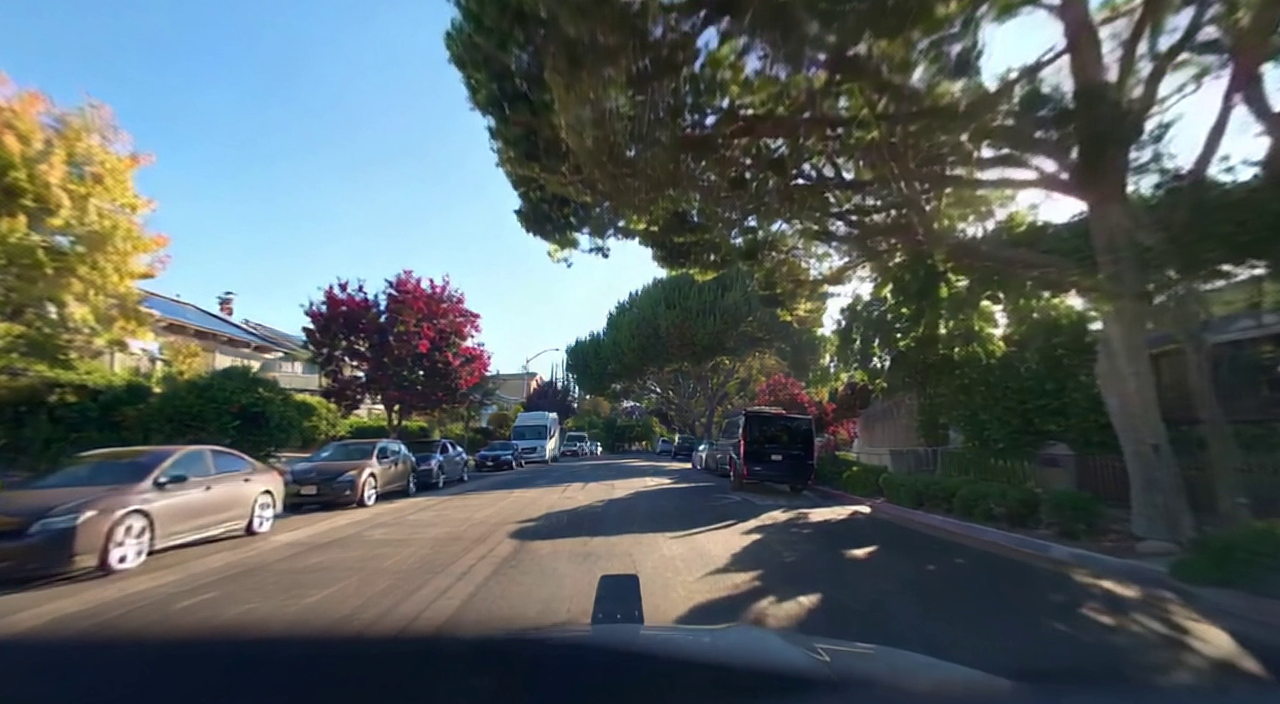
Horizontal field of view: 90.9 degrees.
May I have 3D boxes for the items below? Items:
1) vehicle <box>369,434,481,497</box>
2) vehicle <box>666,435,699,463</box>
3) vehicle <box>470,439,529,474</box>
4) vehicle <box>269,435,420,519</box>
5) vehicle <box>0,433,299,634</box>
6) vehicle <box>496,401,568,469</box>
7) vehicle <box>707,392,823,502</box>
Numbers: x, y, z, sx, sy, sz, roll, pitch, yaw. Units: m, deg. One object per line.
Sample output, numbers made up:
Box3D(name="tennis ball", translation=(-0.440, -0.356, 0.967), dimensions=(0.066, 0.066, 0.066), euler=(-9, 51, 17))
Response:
Box3D(name="vehicle", translation=(-6.193, 3.300, 18.754), dimensions=(1.818, 1.563, 4.483), euler=(-2, -8, 0))
Box3D(name="vehicle", translation=(2.942, 6.795, 44.406), dimensions=(1.965, 1.855, 4.677), euler=(0, -8, -1))
Box3D(name="vehicle", translation=(-6.414, 4.791, 29.176), dimensions=(1.921, 1.470, 4.068), euler=(0, -8, -1))
Box3D(name="vehicle", translation=(-6.279, 2.632, 13.837), dimensions=(1.758, 1.519, 3.396), euler=(-2, -7, -2))
Box3D(name="vehicle", translation=(-6.292, 1.861, 7.632), dimensions=(1.901, 1.472, 4.676), euler=(-2, -5, -2))
Box3D(name="vehicle", translation=(-6.281, 4.980, 37.943), dimensions=(2.896, 3.648, 8.004), euler=(0, -8, 0))
Box3D(name="vehicle", translation=(3.233, 2.550, 17.347), dimensions=(2.215, 2.542, 4.550), euler=(-1, -7, 0))
